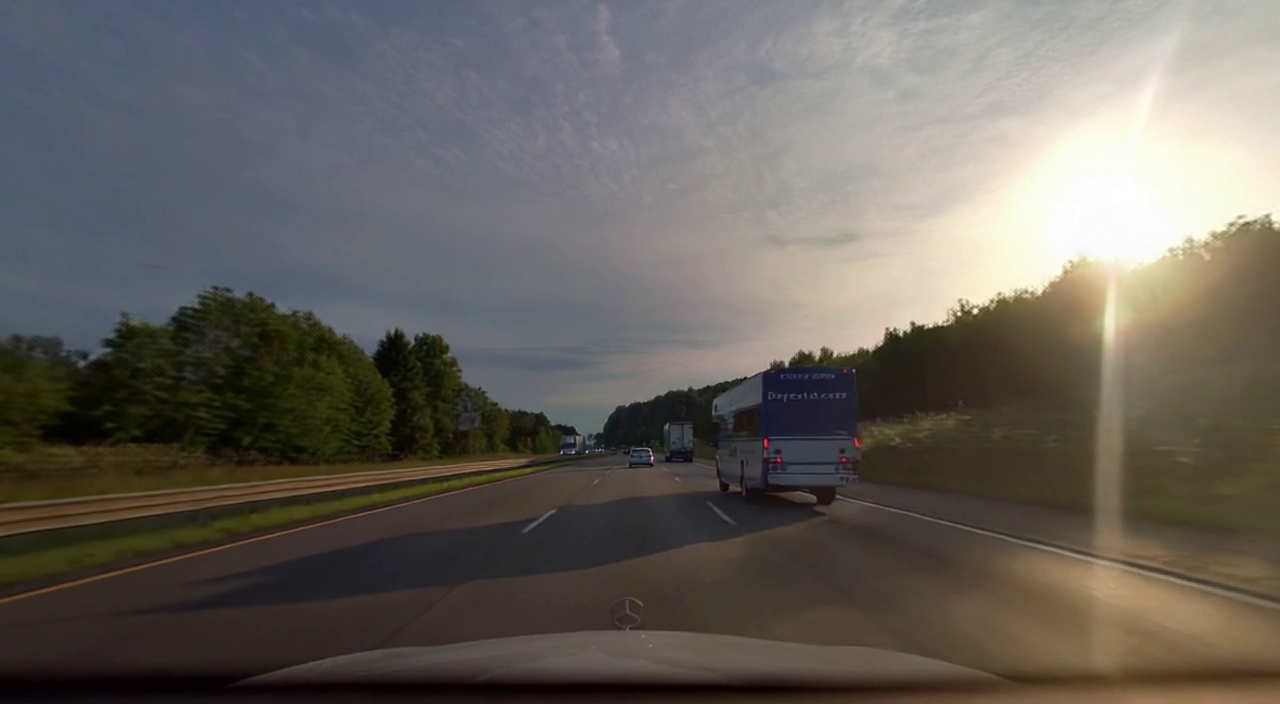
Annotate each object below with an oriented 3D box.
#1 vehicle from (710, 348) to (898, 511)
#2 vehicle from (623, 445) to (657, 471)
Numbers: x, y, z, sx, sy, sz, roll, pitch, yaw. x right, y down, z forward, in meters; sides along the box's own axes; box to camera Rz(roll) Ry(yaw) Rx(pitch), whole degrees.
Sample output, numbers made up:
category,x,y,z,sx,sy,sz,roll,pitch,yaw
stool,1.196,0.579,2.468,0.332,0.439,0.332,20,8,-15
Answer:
category,x,y,z,sx,sy,sz,roll,pitch,yaw
vehicle,4.008,2.330,18.051,2.931,3.530,8.760,0,-9,0
vehicle,0.028,7.098,42.279,2.151,1.678,3.923,0,-9,0
